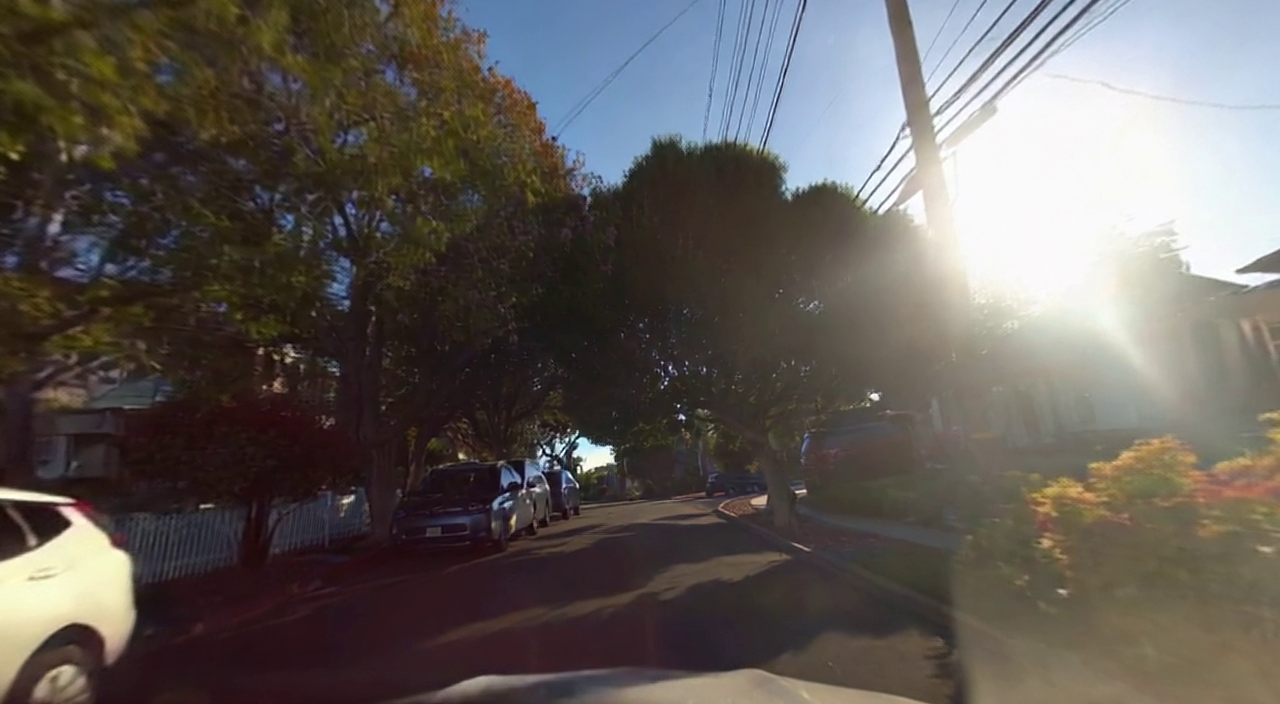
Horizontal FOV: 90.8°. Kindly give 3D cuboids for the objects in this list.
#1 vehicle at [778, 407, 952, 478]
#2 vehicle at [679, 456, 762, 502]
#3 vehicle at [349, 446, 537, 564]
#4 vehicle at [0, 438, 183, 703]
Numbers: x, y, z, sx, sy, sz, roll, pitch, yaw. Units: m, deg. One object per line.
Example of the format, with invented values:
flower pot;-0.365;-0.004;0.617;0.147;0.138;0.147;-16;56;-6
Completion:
vehicle;6.395;2.620;18.332;4.249;1.905;1.904;0;-8;-2
vehicle;3.162;5.028;25.407;3.005;1.535;4.025;-2;-8;5
vehicle;-3.113;2.472;11.170;2.081;1.589;4.691;0;-8;-4
vehicle;-4.981;1.075;2.337;4.537;1.595;2.471;1;-13;-2
